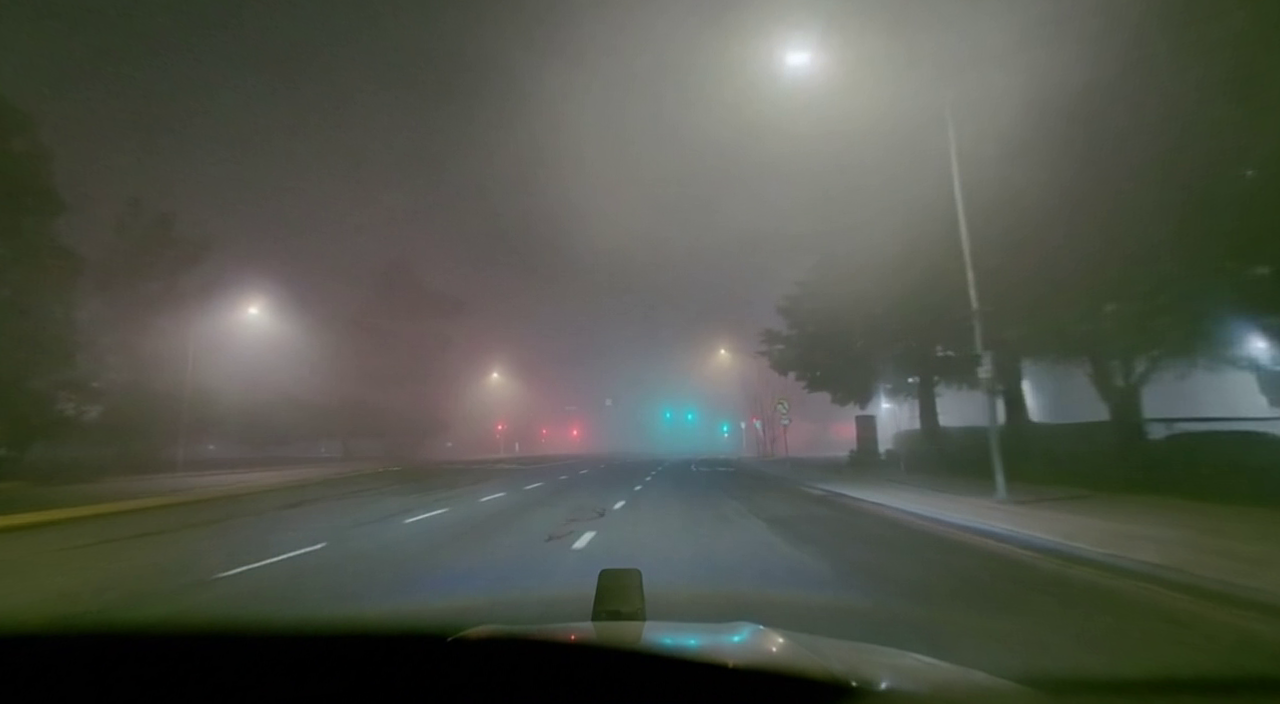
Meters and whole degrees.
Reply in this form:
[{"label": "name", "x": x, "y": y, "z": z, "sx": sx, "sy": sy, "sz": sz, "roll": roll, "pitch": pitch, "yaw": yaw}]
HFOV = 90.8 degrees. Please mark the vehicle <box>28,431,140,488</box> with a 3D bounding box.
[{"label": "vehicle", "x": -26.063, "y": 5.014, "z": 29.753, "sx": 2.249, "sy": 2.488, "sz": 3.048, "roll": -3, "pitch": -8, "yaw": 10}]
